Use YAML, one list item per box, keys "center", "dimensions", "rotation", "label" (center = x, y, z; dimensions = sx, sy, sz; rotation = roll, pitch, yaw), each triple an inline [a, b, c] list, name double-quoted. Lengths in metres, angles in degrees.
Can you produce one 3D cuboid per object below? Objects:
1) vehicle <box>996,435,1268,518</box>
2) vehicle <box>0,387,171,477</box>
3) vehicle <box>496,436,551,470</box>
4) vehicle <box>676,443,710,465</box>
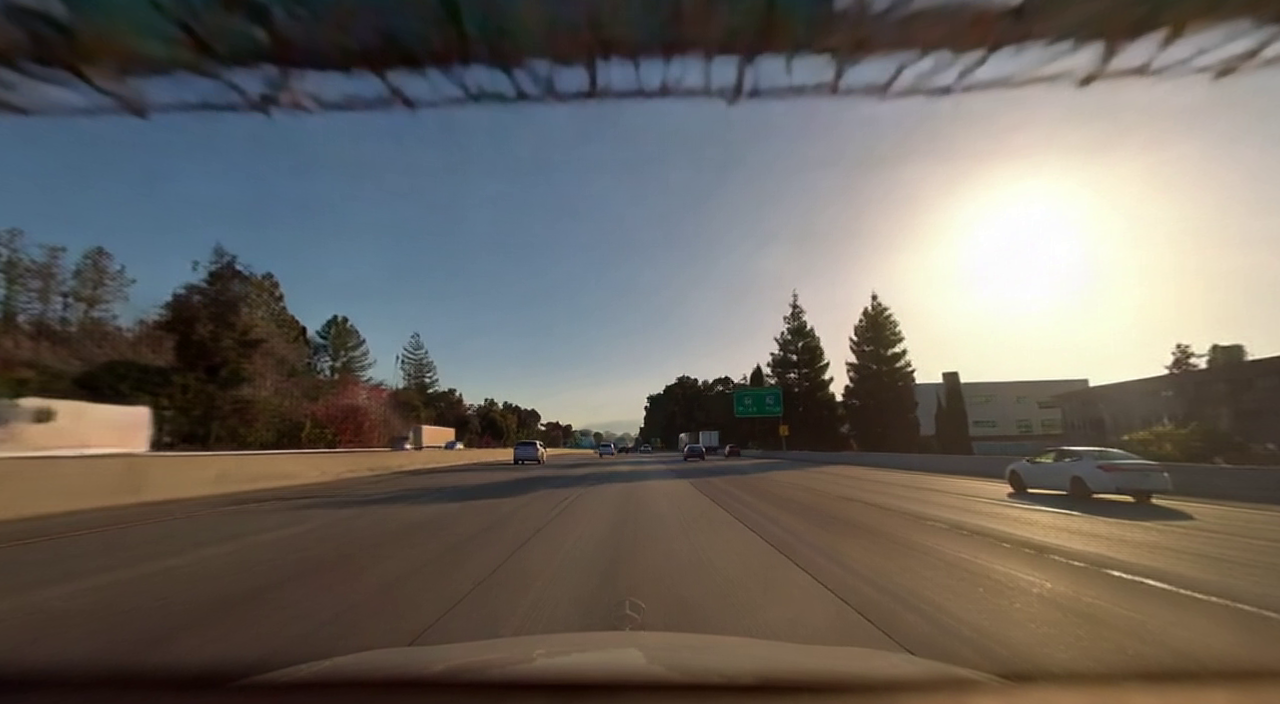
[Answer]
- center: [10.185, 2.583, 13.669]
  dimensions: [1.979, 1.467, 4.839]
  rotation: [0, -9, 0]
  label: "vehicle"
- center: [-25.118, 3.453, 26.500]
  dimensions: [3.221, 3.300, 9.553]
  rotation: [0, -9, 0]
  label: "vehicle"
- center: [-6.368, 5.574, 34.806]
  dimensions: [2.091, 1.746, 4.437]
  rotation: [0, -9, 1]
  label: "vehicle"
- center: [3.593, 6.987, 43.025]
  dimensions: [1.950, 1.453, 3.378]
  rotation: [0, -9, -1]
  label: "vehicle"
